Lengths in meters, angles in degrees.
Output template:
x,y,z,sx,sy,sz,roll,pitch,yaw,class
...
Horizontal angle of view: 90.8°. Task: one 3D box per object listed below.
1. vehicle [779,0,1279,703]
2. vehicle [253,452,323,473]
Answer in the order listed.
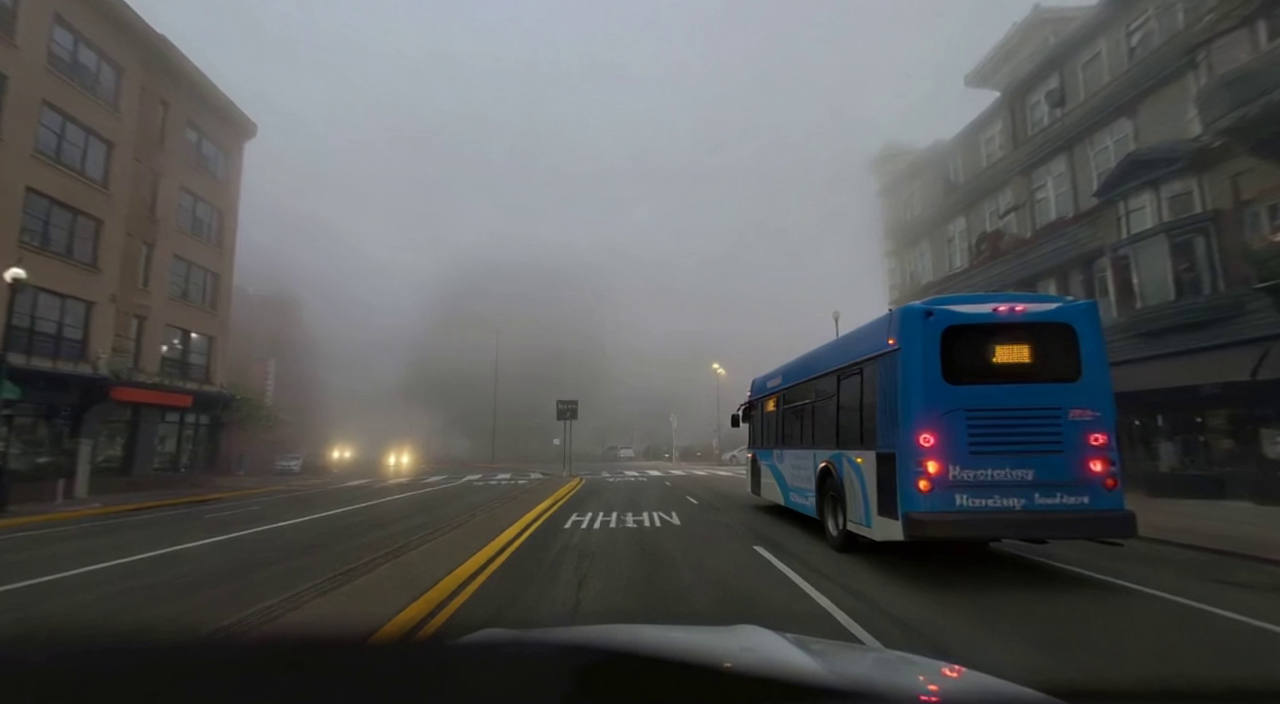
x,y,z,sx,sy,sz,roll,pitch,yaw,class
3.812,0.135,2.859,3.194,3.345,12.428,0,-8,-2,vehicle
-27.622,8.680,49.620,4.384,1.500,1.864,7,-11,-41,vehicle
